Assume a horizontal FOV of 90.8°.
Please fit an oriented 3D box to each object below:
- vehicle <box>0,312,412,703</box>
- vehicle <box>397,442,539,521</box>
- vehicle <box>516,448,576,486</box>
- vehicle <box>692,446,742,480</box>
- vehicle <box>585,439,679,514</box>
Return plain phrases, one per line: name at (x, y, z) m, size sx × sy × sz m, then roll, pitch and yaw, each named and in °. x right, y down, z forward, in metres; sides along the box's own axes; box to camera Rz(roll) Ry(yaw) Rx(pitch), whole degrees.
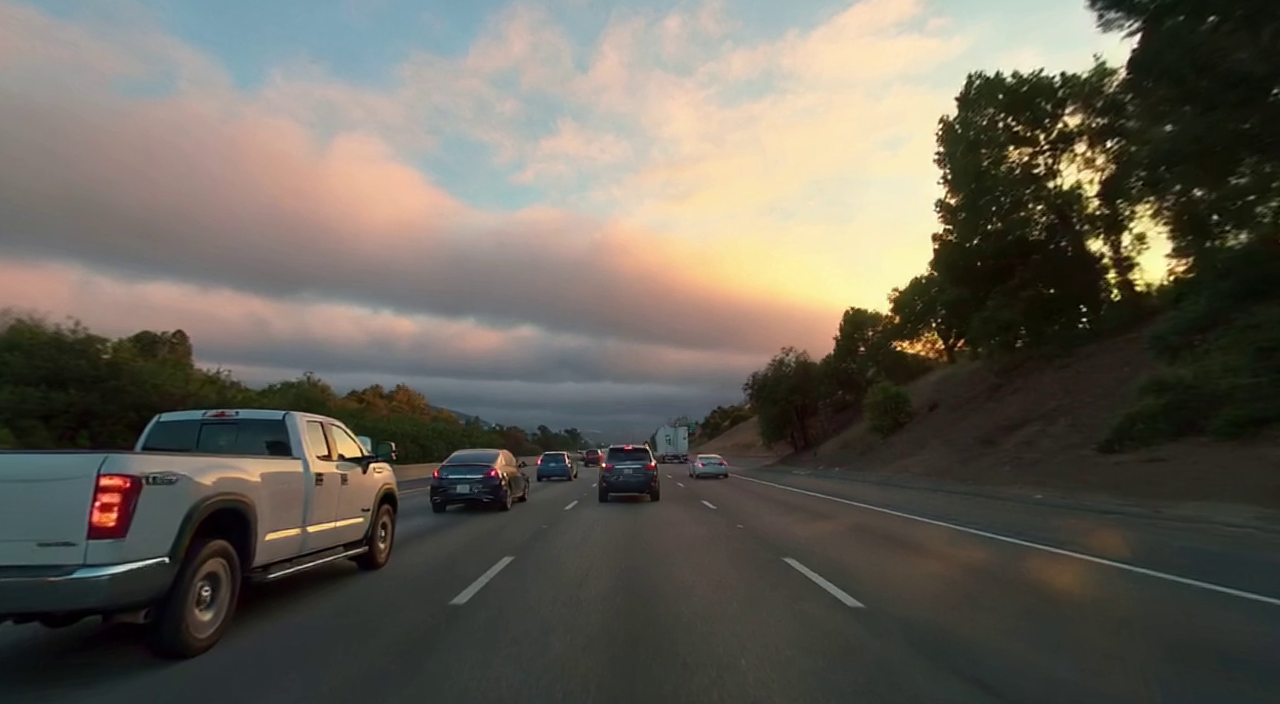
vehicle at (-3.864, 1.146, 5.013) m, size 2.243 × 1.889 × 4.949 m, roll 0°, pitch -9°, yaw 0°
vehicle at (-3.707, 2.875, 14.531) m, size 1.988 × 1.501 × 4.438 m, roll 0°, pitch -9°, yaw 0°
vehicle at (-3.928, 4.875, 27.125) m, size 1.999 × 1.484 × 4.269 m, roll 0°, pitch -9°, yaw -1°
vehicle at (3.743, 5.470, 31.352) m, size 1.858 × 1.537 × 3.838 m, roll 0°, pitch -9°, yaw -2°
vehicle at (-0.181, 2.934, 15.199) m, size 1.996 × 1.574 × 3.426 m, roll 0°, pitch -9°, yaw 0°
